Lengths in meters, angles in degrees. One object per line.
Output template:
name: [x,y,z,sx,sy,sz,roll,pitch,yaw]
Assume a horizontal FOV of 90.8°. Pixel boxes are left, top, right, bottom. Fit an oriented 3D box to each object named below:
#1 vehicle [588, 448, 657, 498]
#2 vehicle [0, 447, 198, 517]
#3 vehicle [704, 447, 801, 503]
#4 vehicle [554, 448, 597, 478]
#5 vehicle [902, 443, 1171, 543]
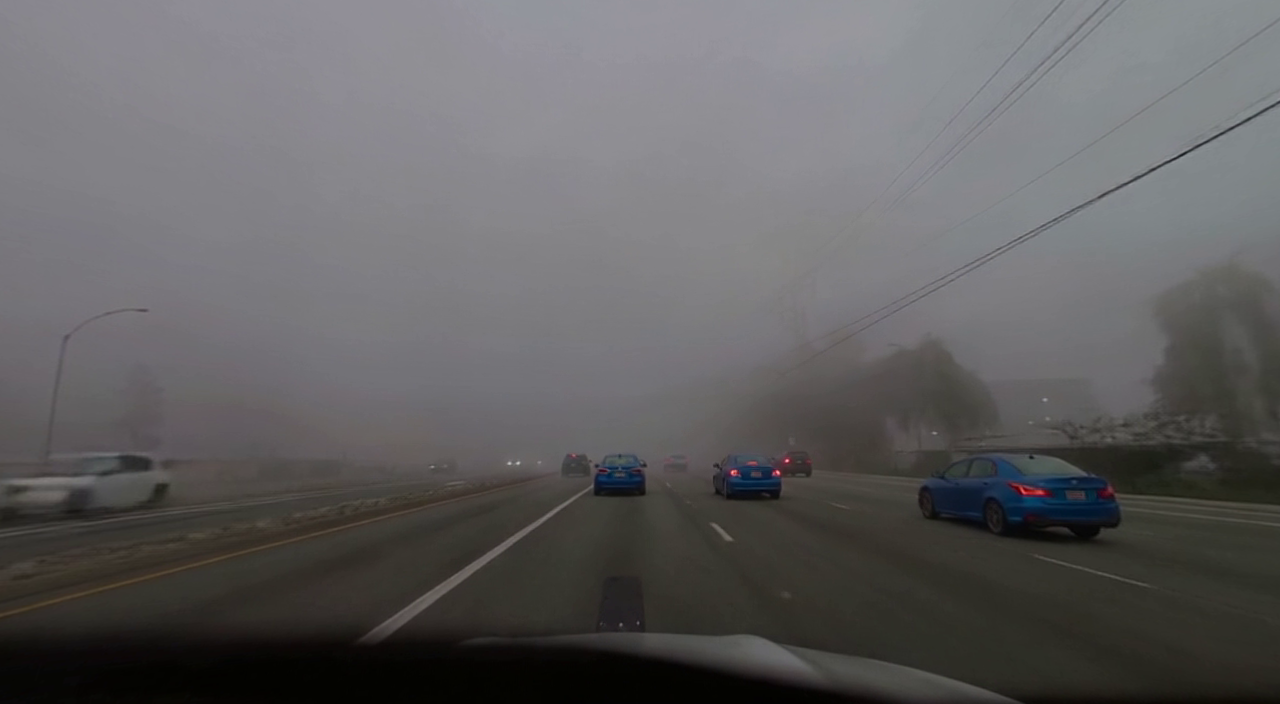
vehicle: [-0.545,3.989,21.276,2.065,1.464,4.216,0,-8,-1]
vehicle: [-15.769,3.687,18.637,2.035,1.762,4.753,0,-8,-1]
vehicle: [3.311,3.715,19.551,2.053,1.490,4.464,0,-8,-2]
vehicle: [-3.774,6.601,37.867,2.073,1.606,4.364,0,-8,1]
vehicle: [6.818,2.424,11.620,2.004,1.455,4.417,0,-8,-1]
